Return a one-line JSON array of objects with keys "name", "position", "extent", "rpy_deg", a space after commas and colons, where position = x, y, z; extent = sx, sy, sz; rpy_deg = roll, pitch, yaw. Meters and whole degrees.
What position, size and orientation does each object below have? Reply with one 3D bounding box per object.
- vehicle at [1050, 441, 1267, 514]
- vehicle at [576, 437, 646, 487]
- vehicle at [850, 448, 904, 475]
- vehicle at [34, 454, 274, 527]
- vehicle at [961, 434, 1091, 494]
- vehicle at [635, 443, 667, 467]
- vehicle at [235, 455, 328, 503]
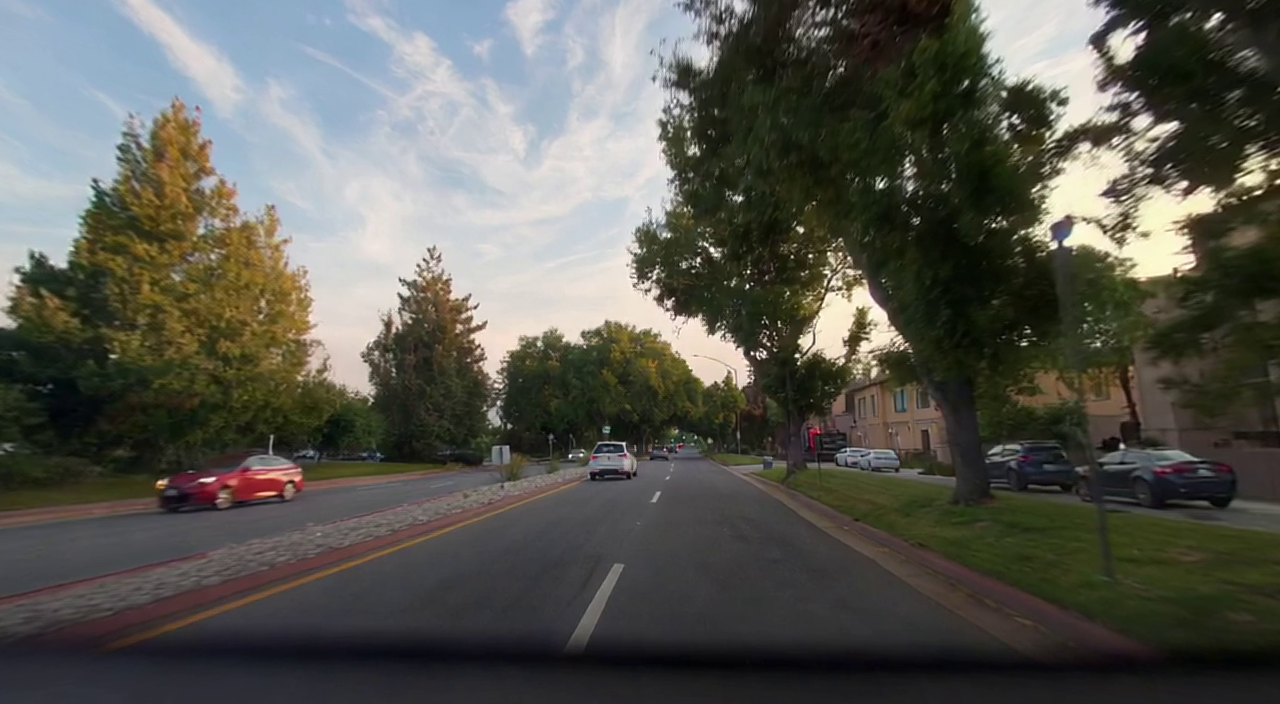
[{"name": "vehicle", "position": [12.034, 2.884, 15.088], "extent": [1.843, 1.456, 4.220], "rpy_deg": [-1, -8, 5]}, {"name": "vehicle", "position": [-0.978, 4.121, 23.943], "extent": [2.129, 1.713, 4.314], "rpy_deg": [0, -8, 4]}, {"name": "vehicle", "position": [14.123, 6.534, 37.832], "extent": [1.852, 1.457, 4.351], "rpy_deg": [0, -9, 4]}, {"name": "vehicle", "position": [-15.336, 4.338, 20.605], "extent": [2.324, 1.866, 6.095], "rpy_deg": [-1, -8, 10]}, {"name": "vehicle", "position": [12.475, 3.614, 20.756], "extent": [1.887, 1.722, 4.285], "rpy_deg": [-1, -8, 6]}, {"name": "vehicle", "position": [0.900, 7.866, 48.348], "extent": [2.166, 1.769, 4.162], "rpy_deg": [-1, -8, 5]}, {"name": "vehicle", "position": [-14.487, 5.107, 25.612], "extent": [1.712, 1.753, 2.869], "rpy_deg": [-1, -9, 11]}]
